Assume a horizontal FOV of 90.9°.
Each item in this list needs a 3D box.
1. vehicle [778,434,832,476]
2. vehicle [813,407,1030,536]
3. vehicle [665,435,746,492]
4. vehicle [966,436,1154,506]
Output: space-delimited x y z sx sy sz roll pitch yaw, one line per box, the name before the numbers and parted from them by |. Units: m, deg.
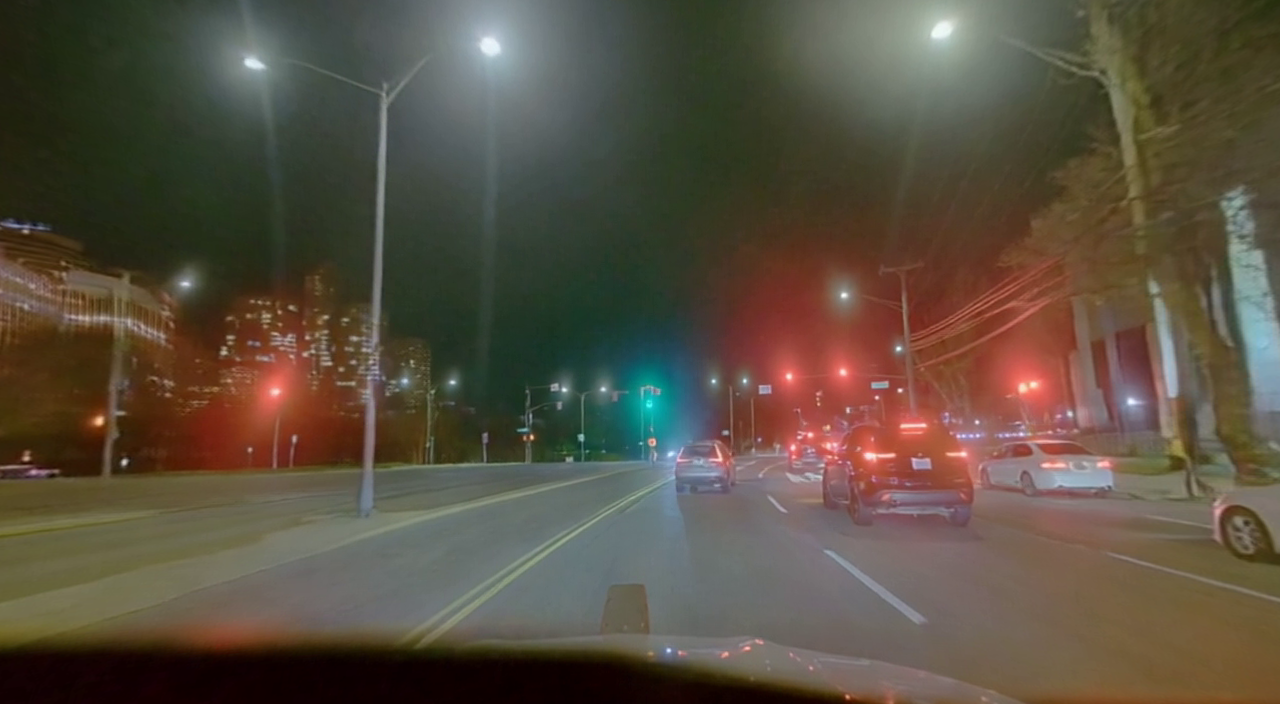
vehicle | 7.052 4.423 27.274 1.896 1.612 4.203 -2 -9 10
vehicle | 4.673 2.067 11.486 2.119 1.810 4.848 -1 -9 6
vehicle | 2.090 3.341 19.257 2.168 1.527 4.174 -1 -9 8
vehicle | 10.077 2.854 15.667 1.882 1.463 4.543 -1 -9 6
